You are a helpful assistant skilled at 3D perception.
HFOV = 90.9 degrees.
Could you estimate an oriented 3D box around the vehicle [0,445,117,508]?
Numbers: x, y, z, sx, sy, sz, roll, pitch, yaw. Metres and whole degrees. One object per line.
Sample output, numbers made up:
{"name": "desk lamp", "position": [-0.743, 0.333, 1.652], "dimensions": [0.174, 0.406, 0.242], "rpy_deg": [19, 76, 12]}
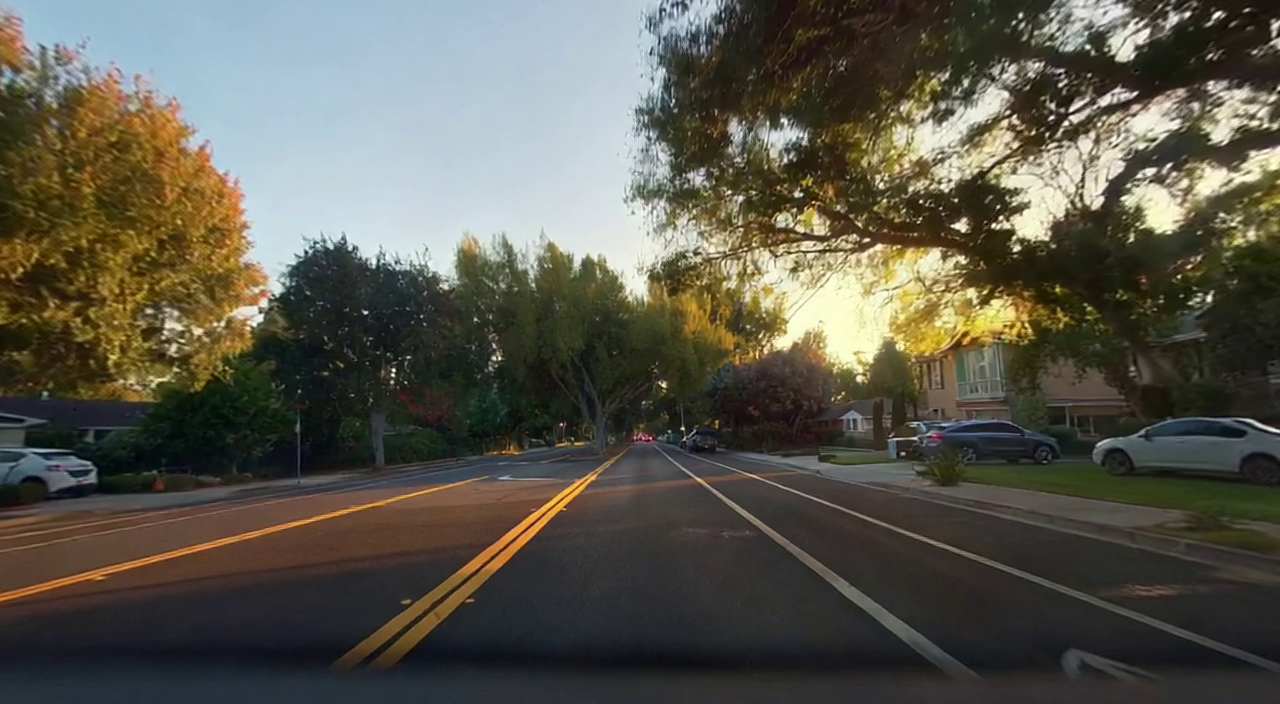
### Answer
{"name": "vehicle", "position": [-20.991, 4.019, 20.645], "dimensions": [5.505, 1.914, 2.396], "rpy_deg": [0, -8, 0]}

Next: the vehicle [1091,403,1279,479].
{"name": "vehicle", "position": [12.967, 1.883, 13.452], "dimensions": [2.066, 1.474, 4.892], "rpy_deg": [4, -11, -39]}
